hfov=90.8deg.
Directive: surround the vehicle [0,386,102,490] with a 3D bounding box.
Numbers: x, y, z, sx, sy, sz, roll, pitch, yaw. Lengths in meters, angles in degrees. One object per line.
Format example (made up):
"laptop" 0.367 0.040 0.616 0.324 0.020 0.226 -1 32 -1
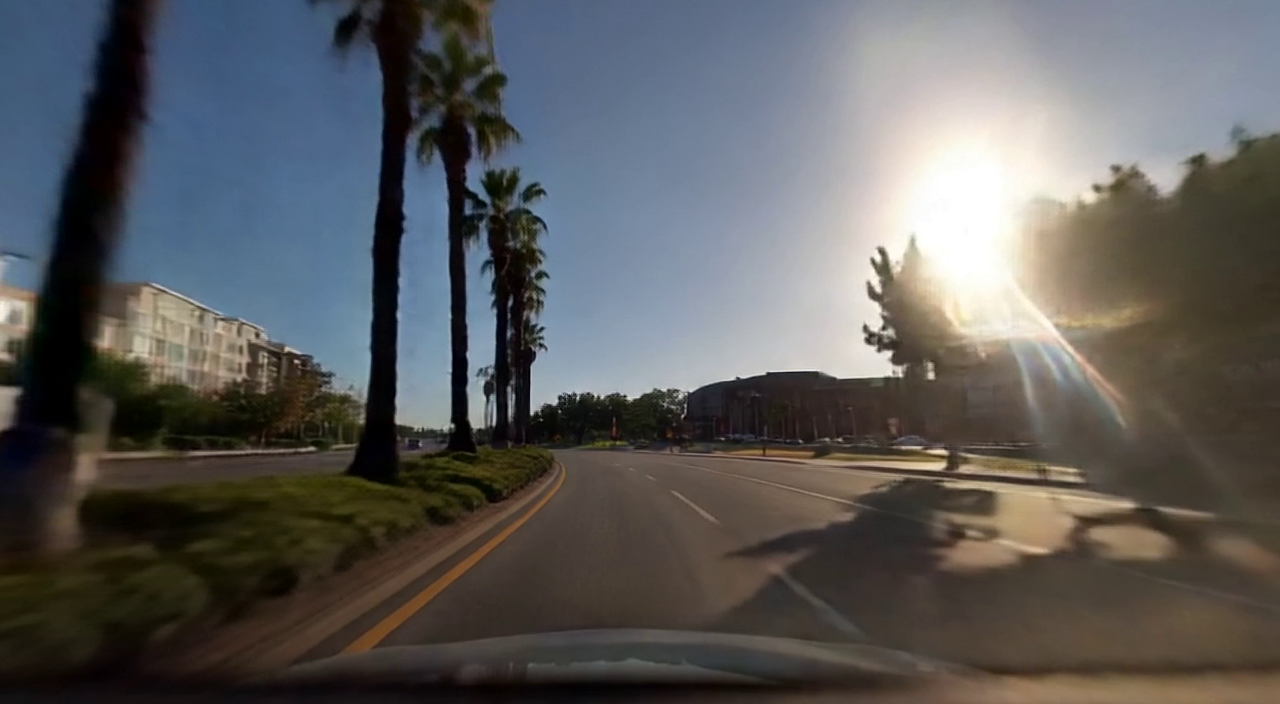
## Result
"vehicle" -12.152 1.448 10.604 2.111 1.793 4.783 0 -9 -2
